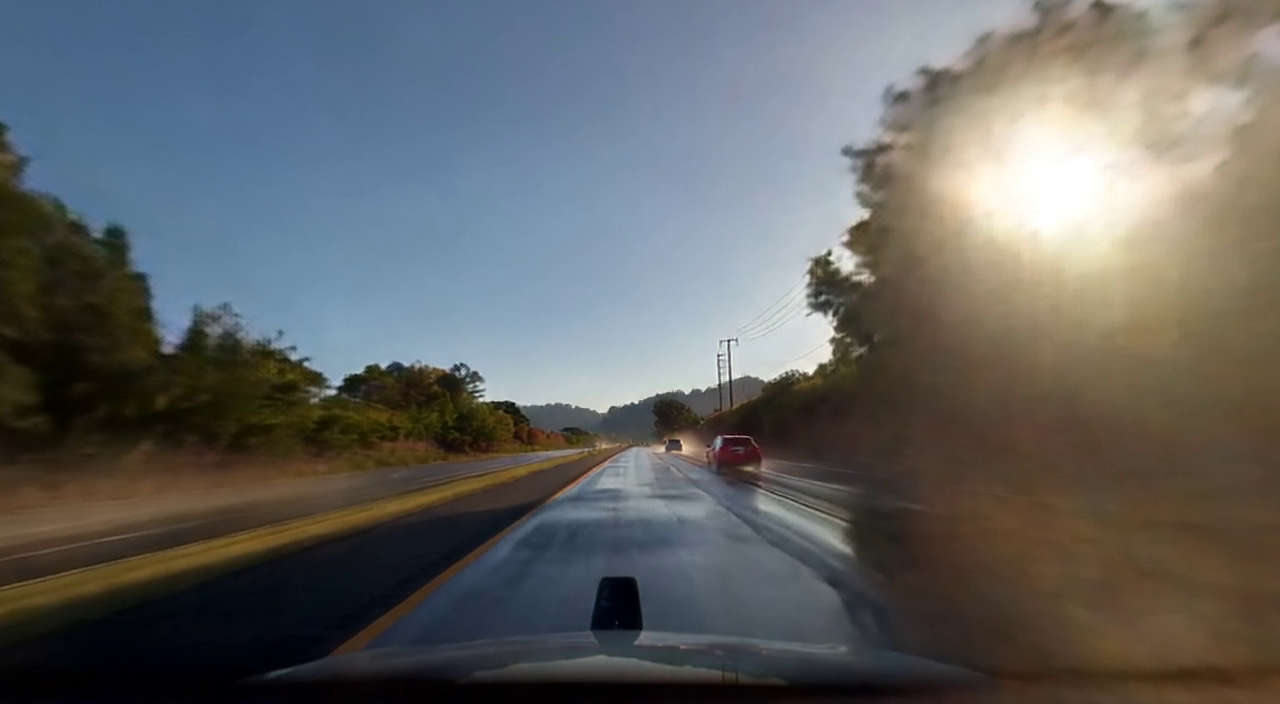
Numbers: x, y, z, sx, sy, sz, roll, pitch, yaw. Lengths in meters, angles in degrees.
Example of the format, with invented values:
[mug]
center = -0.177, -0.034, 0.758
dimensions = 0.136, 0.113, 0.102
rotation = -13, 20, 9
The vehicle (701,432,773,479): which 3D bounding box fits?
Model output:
[vehicle]
center = 3.570, 3.896, 23.965
dimensions = 1.977, 1.581, 4.428
rotation = 0, -8, -1
